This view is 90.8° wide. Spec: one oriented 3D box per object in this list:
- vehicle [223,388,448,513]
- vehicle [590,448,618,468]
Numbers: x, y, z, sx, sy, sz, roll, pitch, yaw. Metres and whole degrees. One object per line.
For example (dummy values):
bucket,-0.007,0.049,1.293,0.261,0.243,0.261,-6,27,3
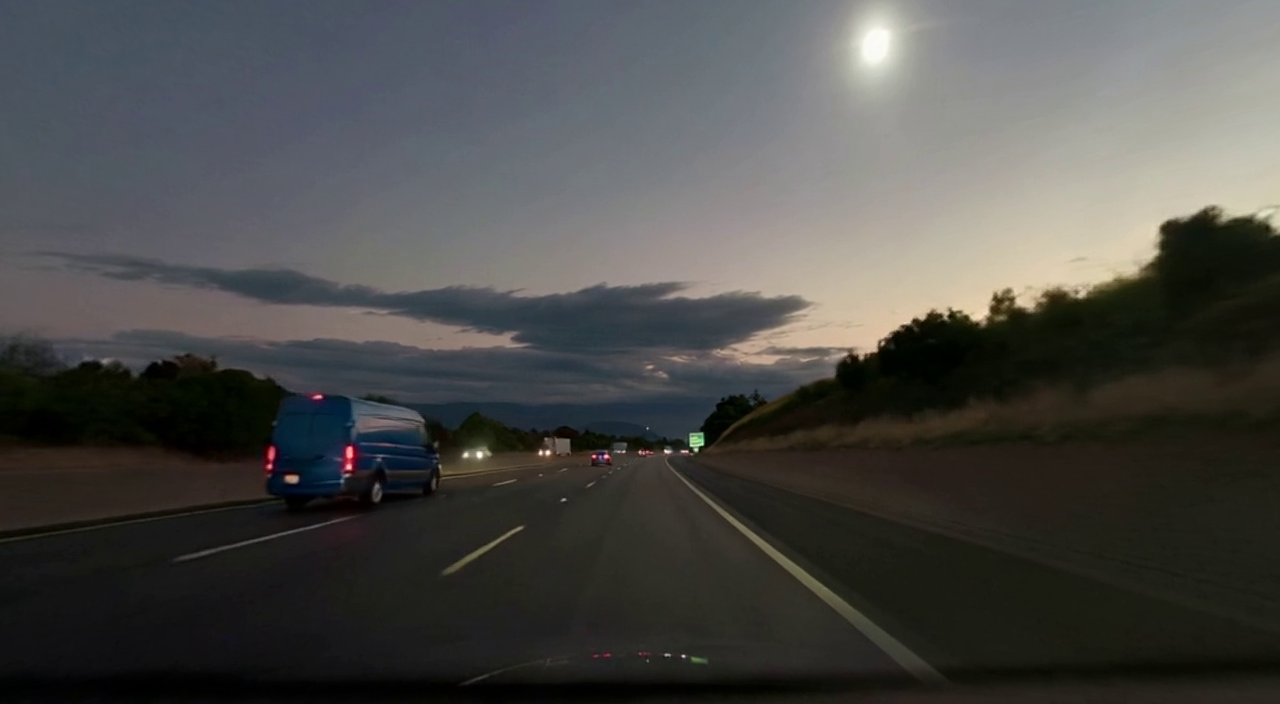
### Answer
vehicle,-7.031,2.446,15.757,2.449,2.471,6.130,0,-9,1
vehicle,-2.731,8.162,48.664,1.858,1.459,4.091,0,-9,1
